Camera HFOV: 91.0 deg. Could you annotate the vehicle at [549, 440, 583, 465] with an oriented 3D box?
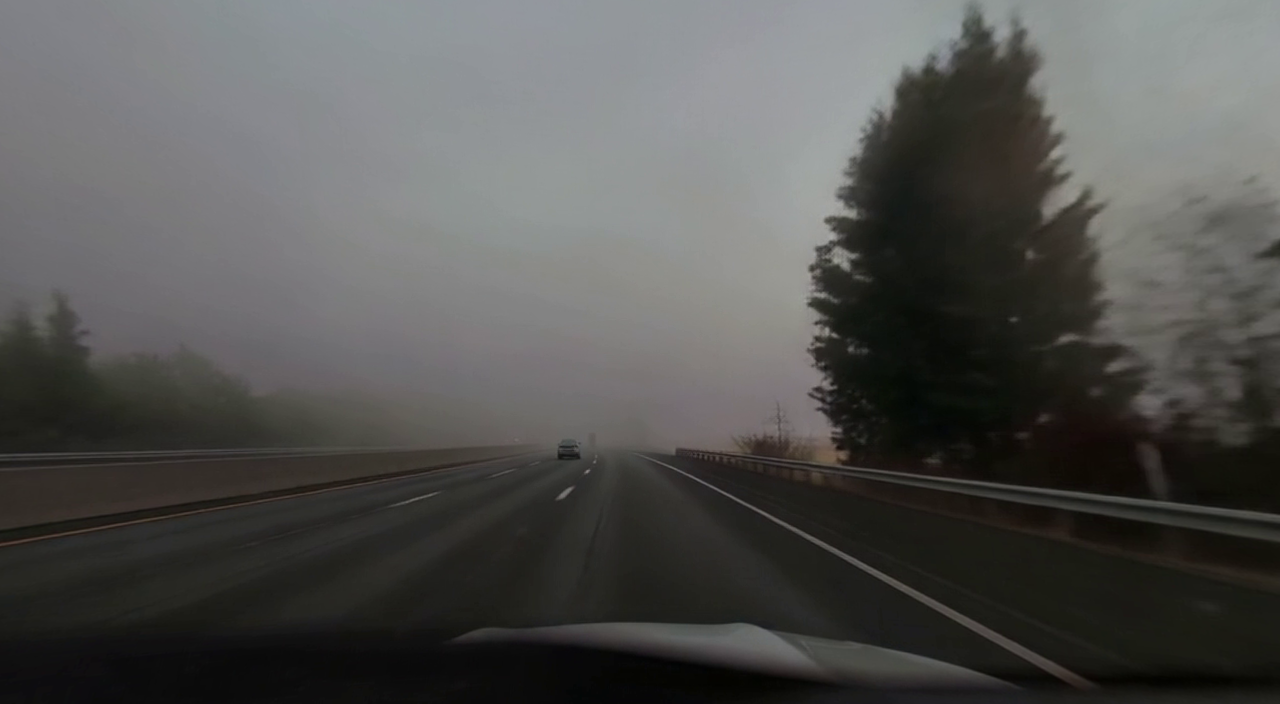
[{"bbox_3d":[-4.803,6.585,41.442,2.053,1.549,4.097,0,-8,-4],"label":"vehicle"}]
